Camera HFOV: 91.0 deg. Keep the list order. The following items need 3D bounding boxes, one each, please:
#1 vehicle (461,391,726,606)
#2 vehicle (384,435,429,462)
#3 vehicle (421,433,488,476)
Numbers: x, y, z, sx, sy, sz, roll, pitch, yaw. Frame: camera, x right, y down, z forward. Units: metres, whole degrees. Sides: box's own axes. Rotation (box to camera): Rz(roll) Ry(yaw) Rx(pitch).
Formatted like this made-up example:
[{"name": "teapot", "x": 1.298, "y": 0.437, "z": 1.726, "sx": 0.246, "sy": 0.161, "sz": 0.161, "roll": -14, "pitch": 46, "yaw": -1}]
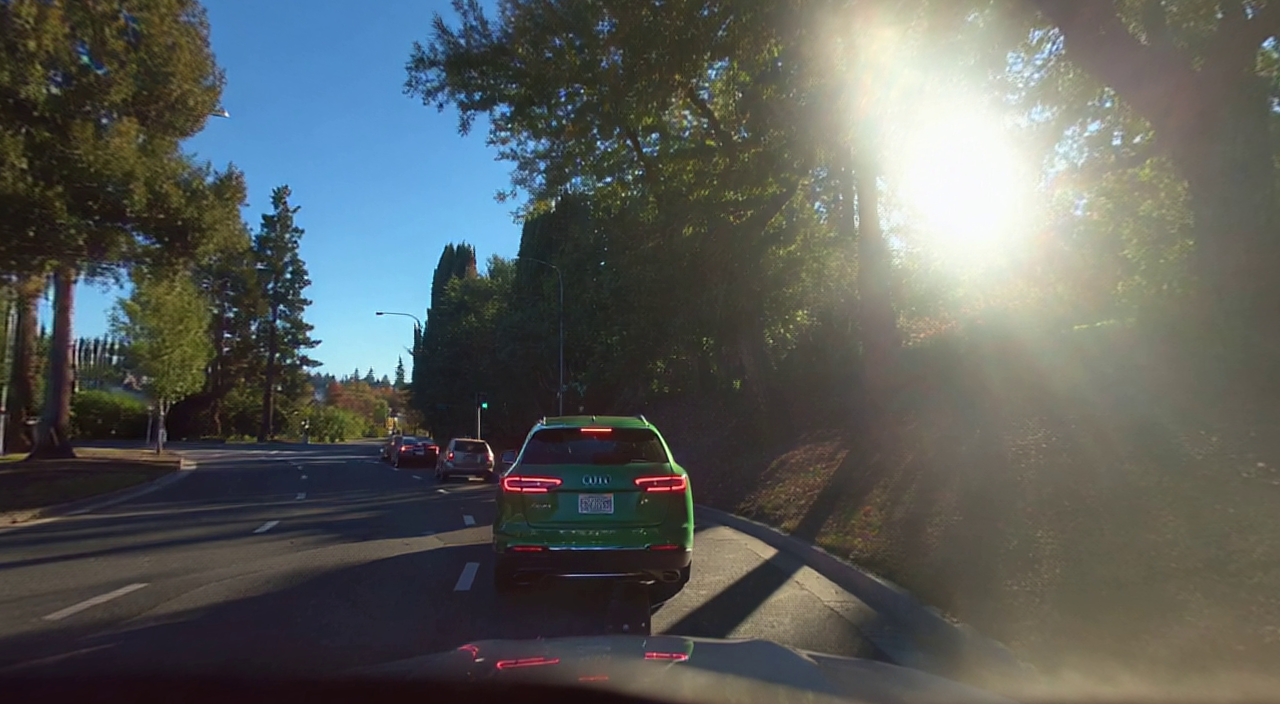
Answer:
[{"name": "vehicle", "x": -0.680, "y": 1.460, "z": 7.203, "sx": 2.134, "sy": 1.671, "sz": 4.147, "roll": 1, "pitch": -8, "yaw": -9}, {"name": "vehicle", "x": -13.754, "y": 5.641, "z": 36.898, "sx": 1.863, "sy": 1.488, "sz": 4.426, "roll": 4, "pitch": -9, "yaw": -27}, {"name": "vehicle", "x": -7.299, "y": 3.950, "z": 24.483, "sx": 1.902, "sy": 1.536, "sz": 3.662, "roll": 4, "pitch": -9, "yaw": -25}]
